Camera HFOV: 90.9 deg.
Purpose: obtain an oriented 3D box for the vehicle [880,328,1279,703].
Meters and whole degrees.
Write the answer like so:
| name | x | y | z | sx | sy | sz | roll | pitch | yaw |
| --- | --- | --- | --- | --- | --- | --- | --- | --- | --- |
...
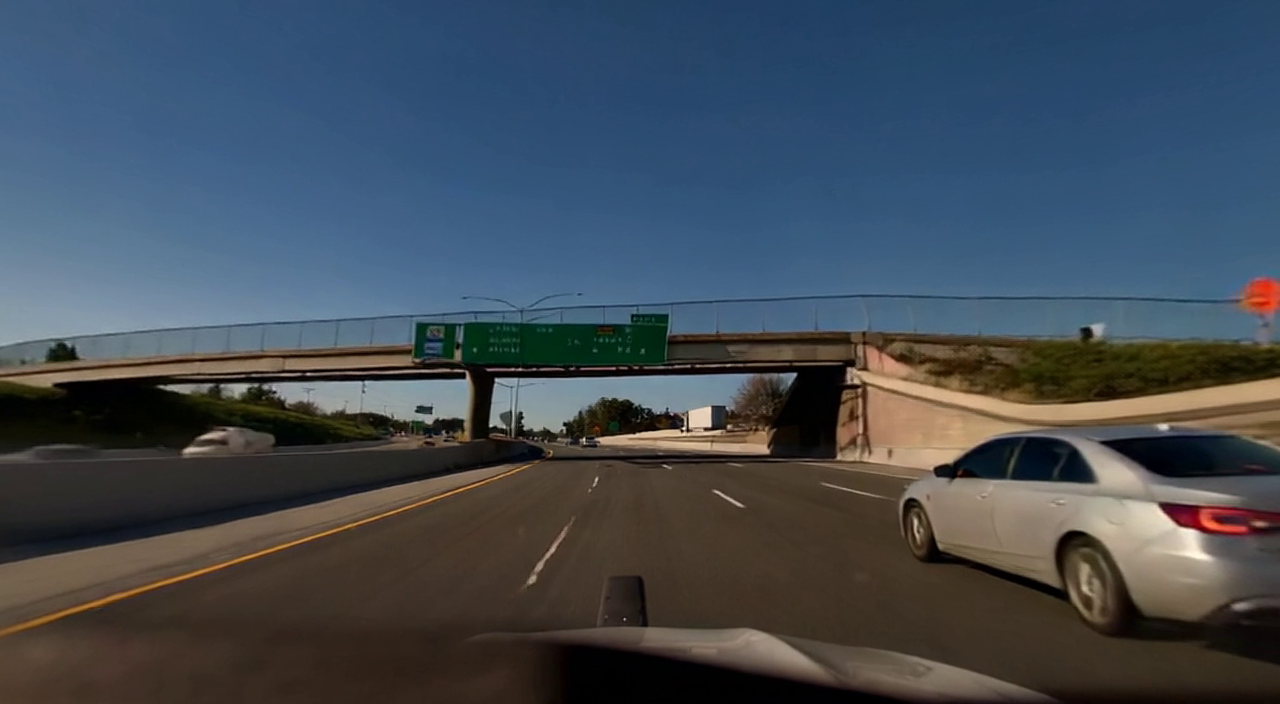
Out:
| name | x | y | z | sx | sy | sz | roll | pitch | yaw |
| --- | --- | --- | --- | --- | --- | --- | --- | --- | --- |
| vehicle | 3.897 | 1.081 | 5.031 | 2.039 | 1.701 | 4.834 | 0 | -9 | 0 |
